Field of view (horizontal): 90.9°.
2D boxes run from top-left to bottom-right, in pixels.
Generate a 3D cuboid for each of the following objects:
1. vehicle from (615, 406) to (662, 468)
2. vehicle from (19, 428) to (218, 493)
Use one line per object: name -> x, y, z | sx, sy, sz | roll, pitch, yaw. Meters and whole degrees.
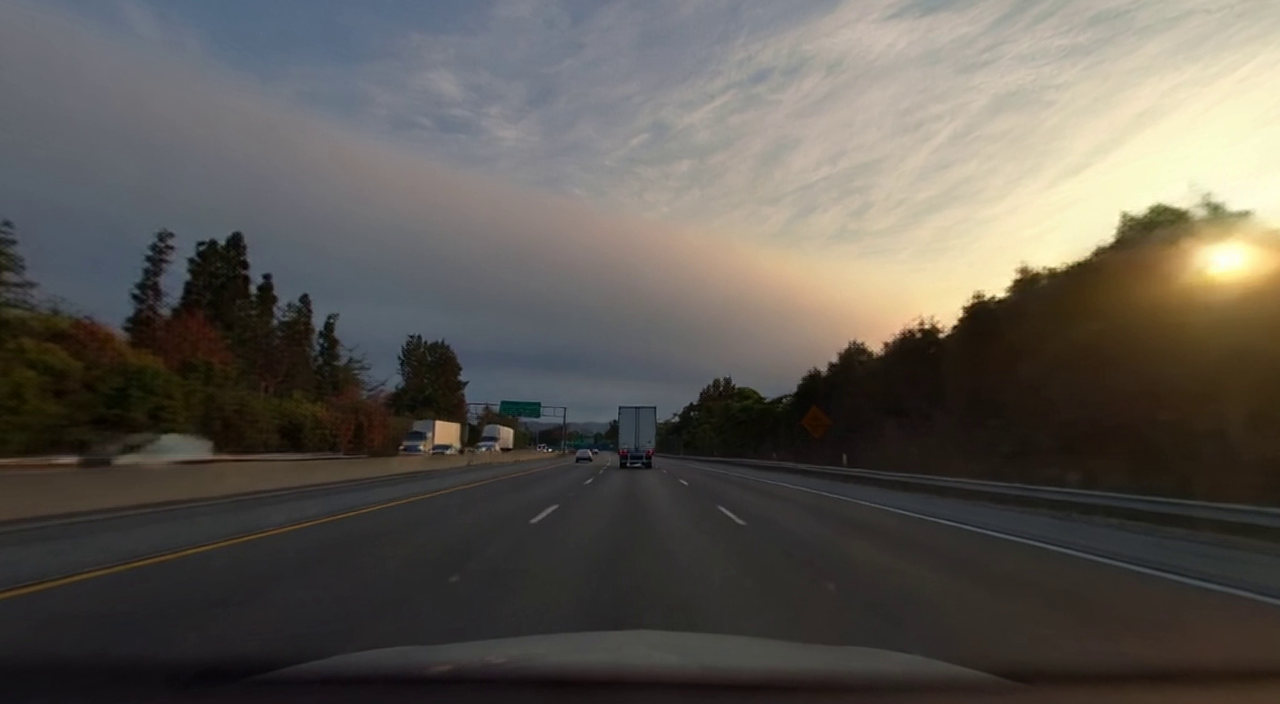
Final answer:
vehicle -> -0.222, 6.244, 45.554 | 2.962, 3.953, 10.696 | 0, -9, -1
vehicle -> -13.128, 2.757, 16.264 | 1.770, 1.469, 3.967 | 0, -9, -1
